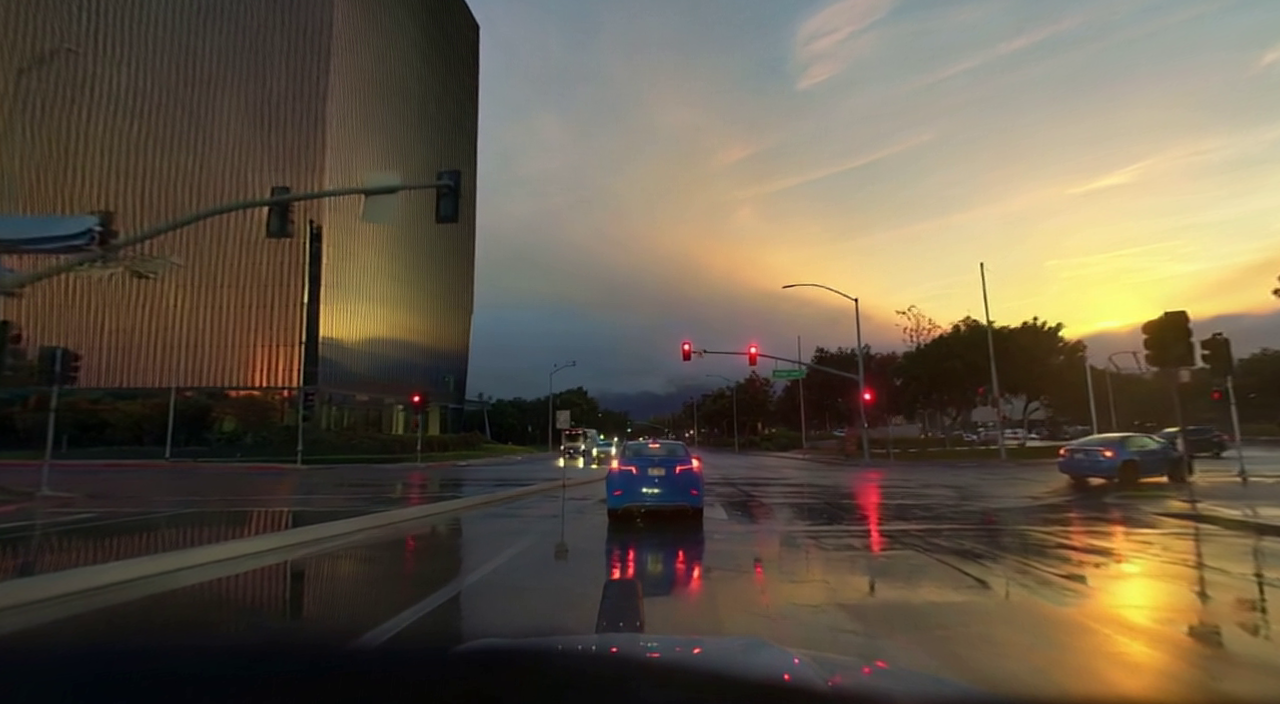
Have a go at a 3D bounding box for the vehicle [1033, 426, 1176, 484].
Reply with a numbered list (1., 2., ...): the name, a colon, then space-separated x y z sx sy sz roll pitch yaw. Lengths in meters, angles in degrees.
1. vehicle: 15.823 3.482 21.397 4.739 1.749 2.174 6 -10 -32

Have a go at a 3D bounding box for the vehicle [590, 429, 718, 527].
1. vehicle: 0.356 2.305 12.078 2.014 1.525 4.197 0 -9 4

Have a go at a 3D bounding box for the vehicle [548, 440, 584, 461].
1. vehicle: -5.703 7.678 49.047 2.113 1.535 4.504 0 -9 3

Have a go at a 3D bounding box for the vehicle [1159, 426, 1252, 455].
1. vehicle: 31.126 4.914 34.786 1.743 1.472 3.772 0 -9 4
